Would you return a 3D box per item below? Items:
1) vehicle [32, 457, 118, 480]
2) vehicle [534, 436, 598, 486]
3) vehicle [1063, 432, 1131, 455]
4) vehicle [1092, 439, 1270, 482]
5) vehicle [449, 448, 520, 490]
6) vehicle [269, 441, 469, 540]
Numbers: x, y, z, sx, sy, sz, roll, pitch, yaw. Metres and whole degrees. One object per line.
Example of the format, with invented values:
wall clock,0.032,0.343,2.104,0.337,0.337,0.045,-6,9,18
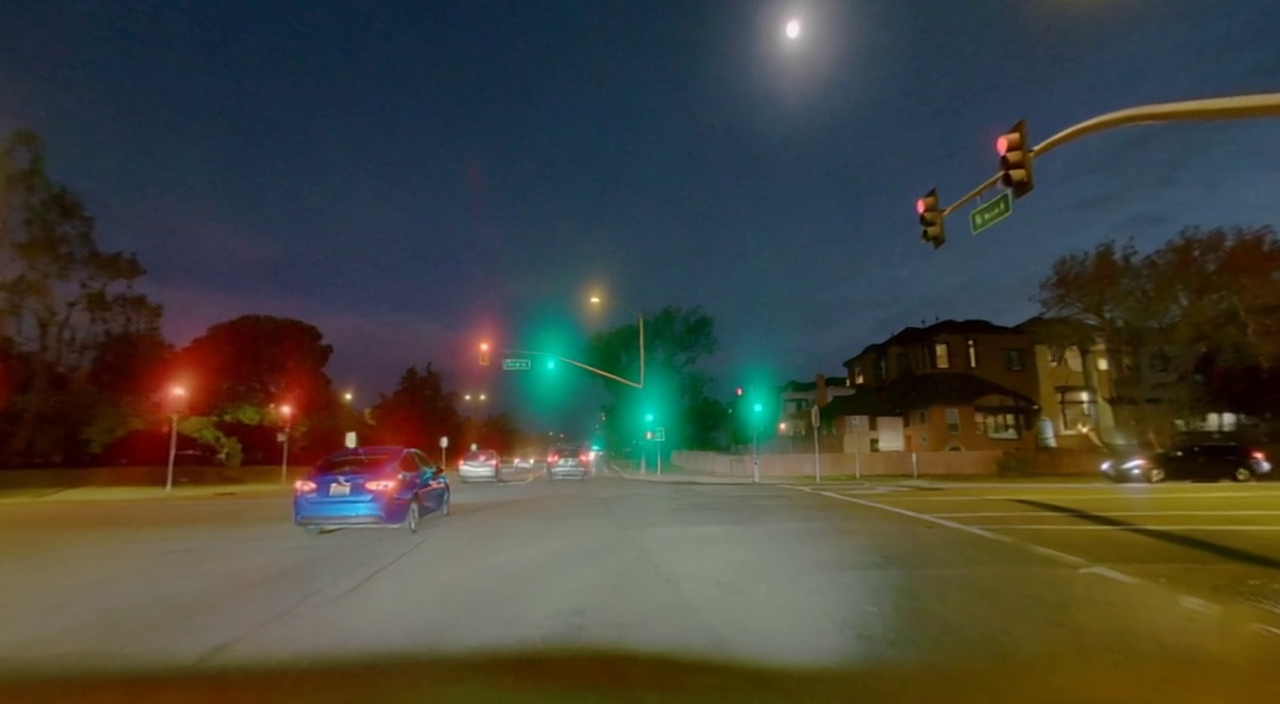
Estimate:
vehicle,-39.277,8.103,44.064,1.703,1.466,4.296,-1,-9,8
vehicle,-3.001,4.479,26.262,2.396,1.881,4.606,1,-9,-5
vehicle,31.527,6.346,43.742,1.905,1.483,4.322,-1,-9,7
vehicle,19.060,3.849,22.465,4.353,1.431,1.876,-2,-9,9
vehicle,-5.980,4.511,24.820,1.934,1.459,4.368,0,-9,-4
vehicle,-4.792,2.482,12.098,1.977,1.488,4.741,0,-9,-3
